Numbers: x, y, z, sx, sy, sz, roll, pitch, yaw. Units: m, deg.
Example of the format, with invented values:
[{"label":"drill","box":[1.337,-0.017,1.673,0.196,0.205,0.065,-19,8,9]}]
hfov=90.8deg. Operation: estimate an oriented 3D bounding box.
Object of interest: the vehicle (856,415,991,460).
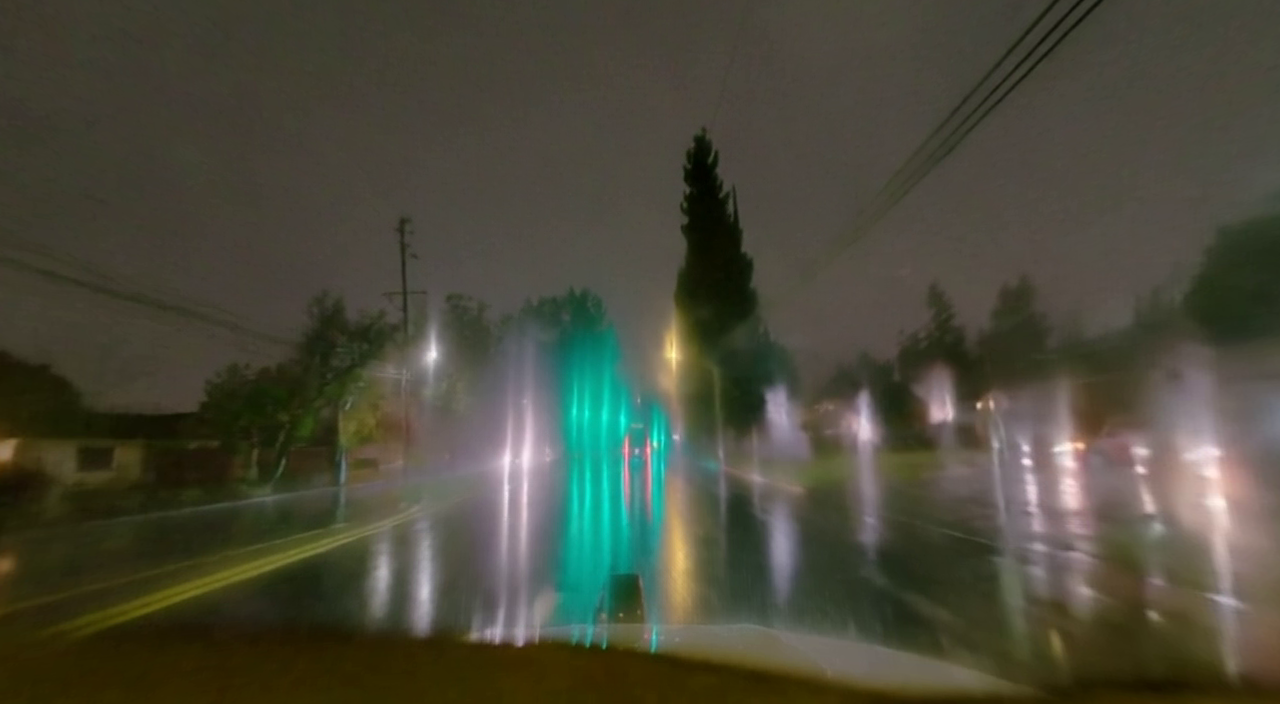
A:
[{"label":"vehicle","box":[16.161,4.937,36.356,6.339,2.103,2.660,-3,-8,-1]}]

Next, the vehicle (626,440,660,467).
[{"label":"vehicle","box":[0.150,7.121,44.552,2.215,1.799,4.426,0,-9,-1]}]

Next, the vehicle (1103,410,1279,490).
[{"label":"vehicle","box":[12.195,1.938,12.580,4.415,1.467,1.865,0,-9,0]}]
